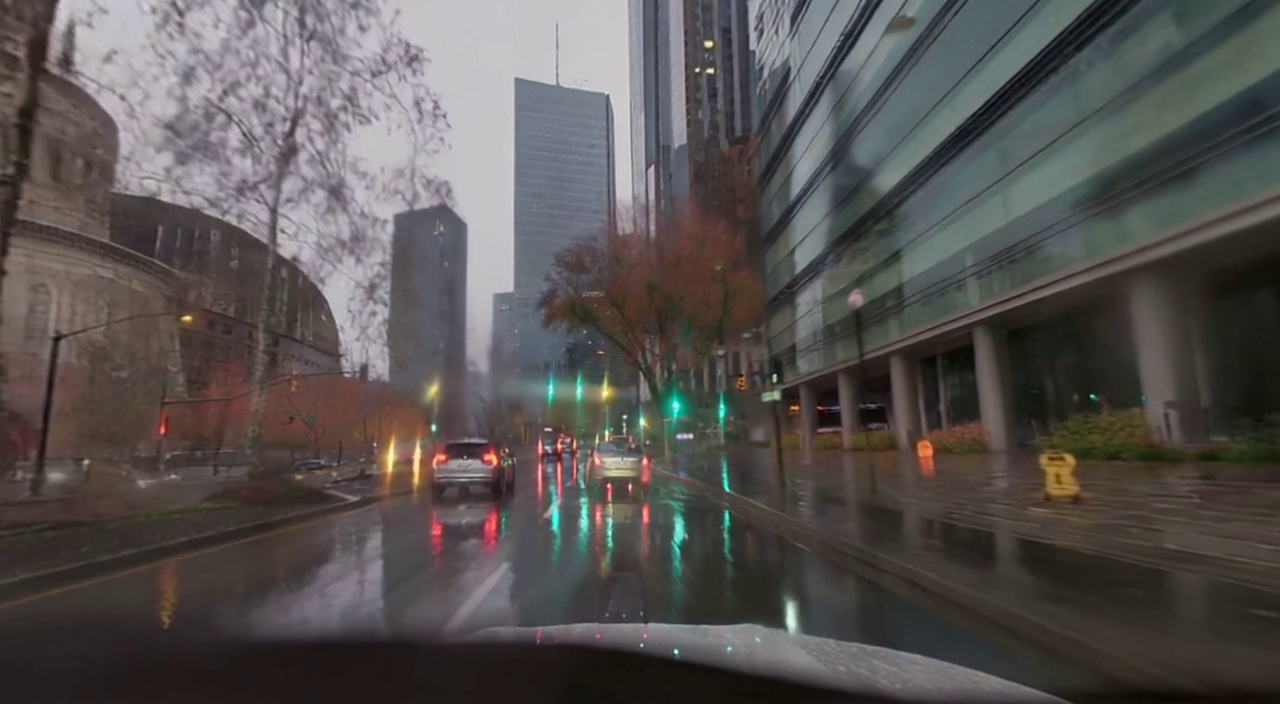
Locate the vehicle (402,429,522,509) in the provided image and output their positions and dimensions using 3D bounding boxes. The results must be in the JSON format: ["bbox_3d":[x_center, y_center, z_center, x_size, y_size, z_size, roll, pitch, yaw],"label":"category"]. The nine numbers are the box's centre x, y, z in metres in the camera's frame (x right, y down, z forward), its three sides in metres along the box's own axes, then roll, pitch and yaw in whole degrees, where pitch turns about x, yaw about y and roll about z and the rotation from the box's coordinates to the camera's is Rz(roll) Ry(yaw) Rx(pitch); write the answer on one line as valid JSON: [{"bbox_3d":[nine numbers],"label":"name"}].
[{"bbox_3d":[-4.053,2.723,15.007,1.848,1.641,3.686,0,-9,-1],"label":"vehicle"}]

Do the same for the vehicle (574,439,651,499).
[{"bbox_3d":[-0.760,3.241,17.832,1.933,1.504,3.802,0,-9,-2],"label":"vehicle"}]

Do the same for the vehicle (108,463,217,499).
[{"bbox_3d":[-22.882,6.184,30.479,1.787,1.466,4.708,1,-9,-3],"label":"vehicle"}]

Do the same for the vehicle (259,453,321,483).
[{"bbox_3d":[-23.558,7.792,42.648,1.881,1.792,4.640,1,-9,-5],"label":"vehicle"}]

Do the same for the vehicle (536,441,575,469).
[{"bbox_3d":[-4.964,6.101,37.521,1.961,1.517,4.202,1,-9,-3],"label":"vehicle"}]
